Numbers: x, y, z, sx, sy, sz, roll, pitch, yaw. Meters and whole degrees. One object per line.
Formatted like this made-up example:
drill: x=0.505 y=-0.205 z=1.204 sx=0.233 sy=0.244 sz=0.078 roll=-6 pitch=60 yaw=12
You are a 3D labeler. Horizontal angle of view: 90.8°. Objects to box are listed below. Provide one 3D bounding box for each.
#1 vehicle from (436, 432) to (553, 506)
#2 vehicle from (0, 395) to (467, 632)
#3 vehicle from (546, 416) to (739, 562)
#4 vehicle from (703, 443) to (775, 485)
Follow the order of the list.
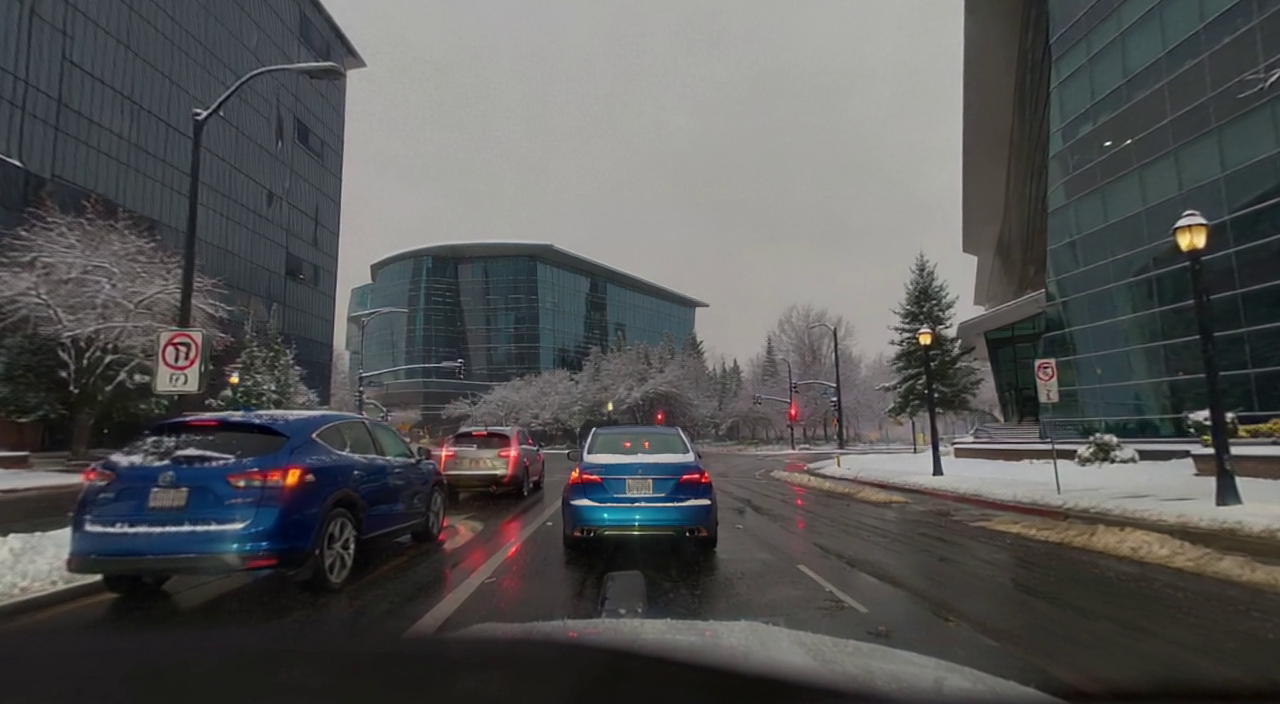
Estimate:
vehicle: x=-3.620 y=2.992 z=16.586 sx=2.068 sy=1.678 sz=4.199 roll=0 pitch=-8 yaw=0
vehicle: x=-3.562 y=1.483 z=6.808 sx=2.083 sy=1.691 sz=4.398 roll=0 pitch=-8 yaw=1
vehicle: x=0.005 y=1.881 z=9.402 sx=2.207 sy=1.659 sz=4.155 roll=0 pitch=-8 yaw=-1
vehicle: x=3.714 y=4.261 z=24.456 sx=2.082 sy=1.445 sz=4.426 roll=0 pitch=-8 yaw=0
